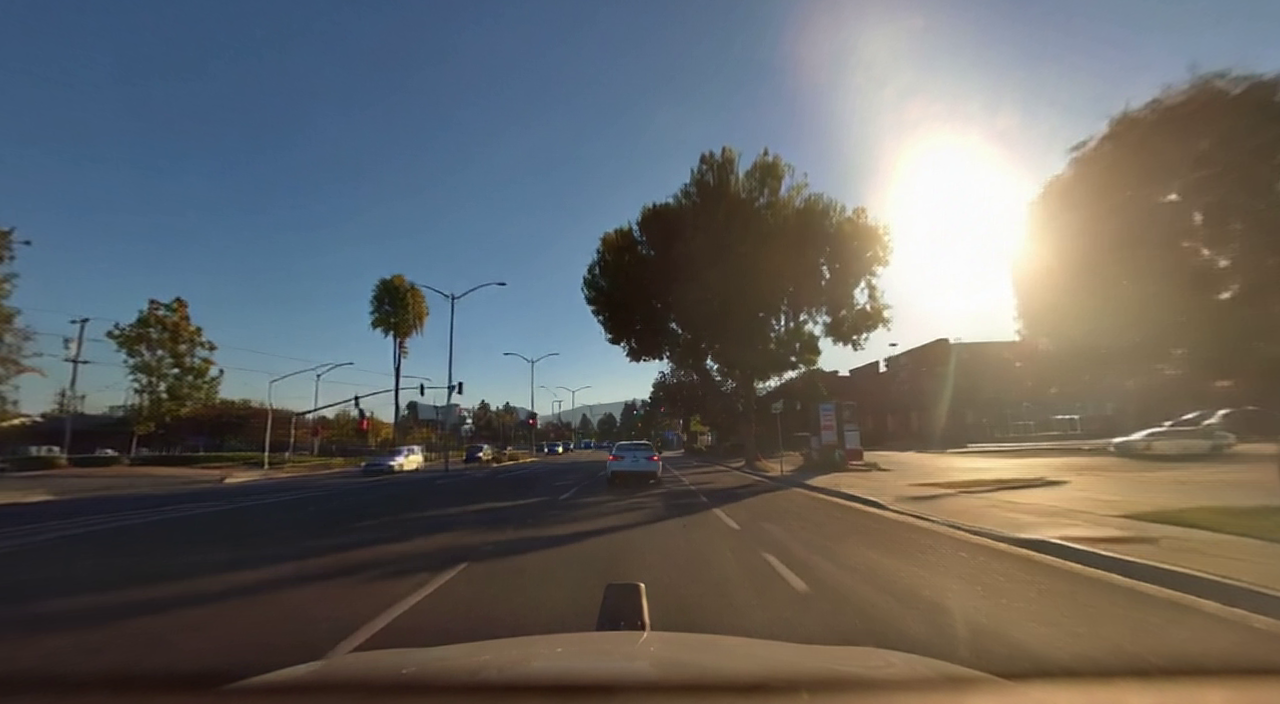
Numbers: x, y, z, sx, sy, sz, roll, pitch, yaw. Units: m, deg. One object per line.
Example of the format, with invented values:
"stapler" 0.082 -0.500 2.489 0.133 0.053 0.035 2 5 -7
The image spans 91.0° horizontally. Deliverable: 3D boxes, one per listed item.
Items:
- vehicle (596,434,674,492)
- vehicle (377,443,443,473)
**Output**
"vehicle" -0.134 3.253 18.784 2.062 1.519 4.214 0 -8 0
"vehicle" -12.207 5.635 33.727 1.868 1.516 4.321 0 -8 1
